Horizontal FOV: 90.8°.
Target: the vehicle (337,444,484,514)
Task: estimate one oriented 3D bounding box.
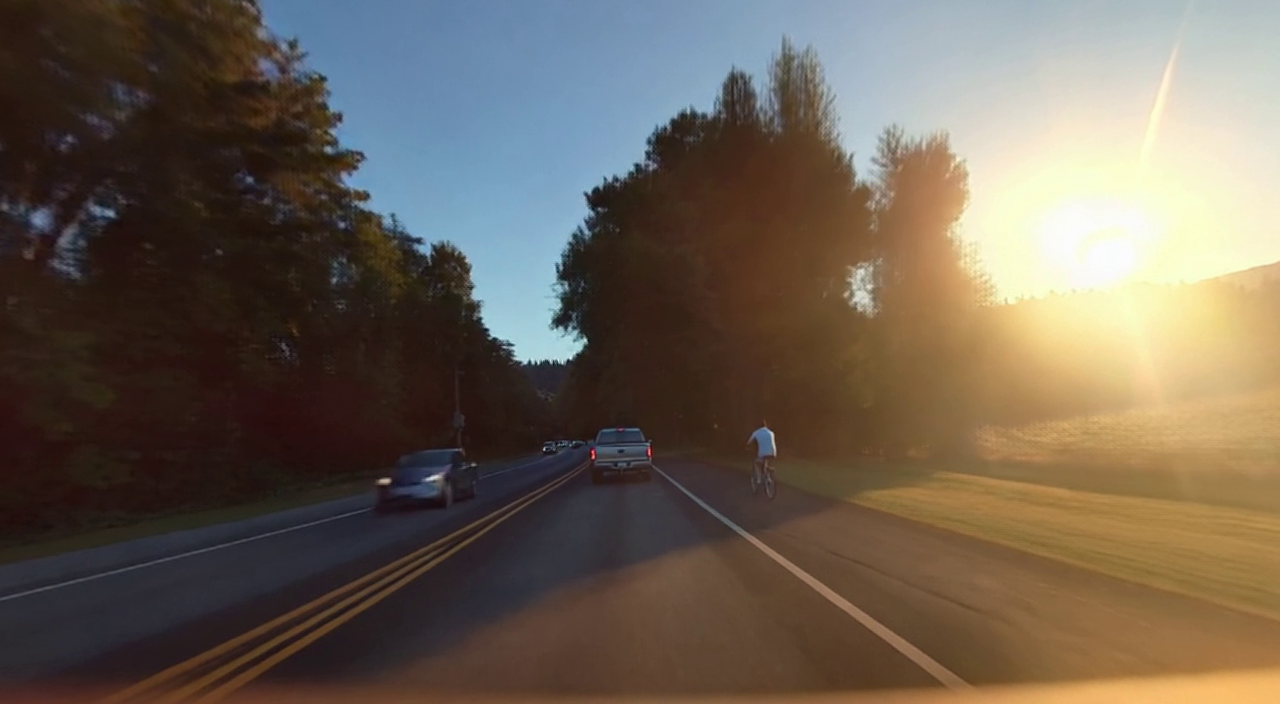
[{"bbox_3d":[-5.657,3.161,16.356,2.118,1.513,4.602,-1,-8,0],"label":"vehicle"}]

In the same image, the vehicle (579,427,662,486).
[{"bbox_3d":[-0.737,3.691,22.663,2.631,1.798,5.331,0,-8,-2],"label":"vehicle"}]
